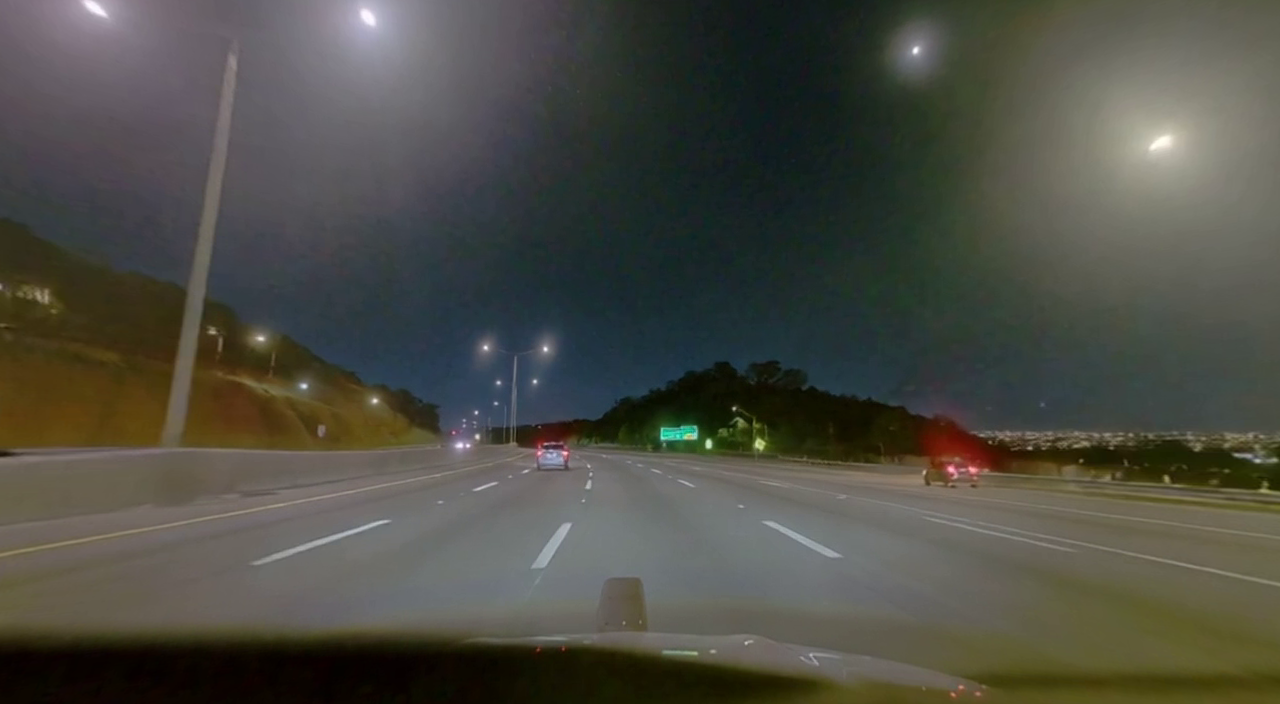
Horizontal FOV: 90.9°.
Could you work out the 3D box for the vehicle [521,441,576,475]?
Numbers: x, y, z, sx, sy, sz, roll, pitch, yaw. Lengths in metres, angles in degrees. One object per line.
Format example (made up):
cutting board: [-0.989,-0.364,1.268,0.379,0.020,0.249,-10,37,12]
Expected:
vehicle: [-4.244,4.980,29.978,2.193,1.497,4.337,0,-8,-3]
